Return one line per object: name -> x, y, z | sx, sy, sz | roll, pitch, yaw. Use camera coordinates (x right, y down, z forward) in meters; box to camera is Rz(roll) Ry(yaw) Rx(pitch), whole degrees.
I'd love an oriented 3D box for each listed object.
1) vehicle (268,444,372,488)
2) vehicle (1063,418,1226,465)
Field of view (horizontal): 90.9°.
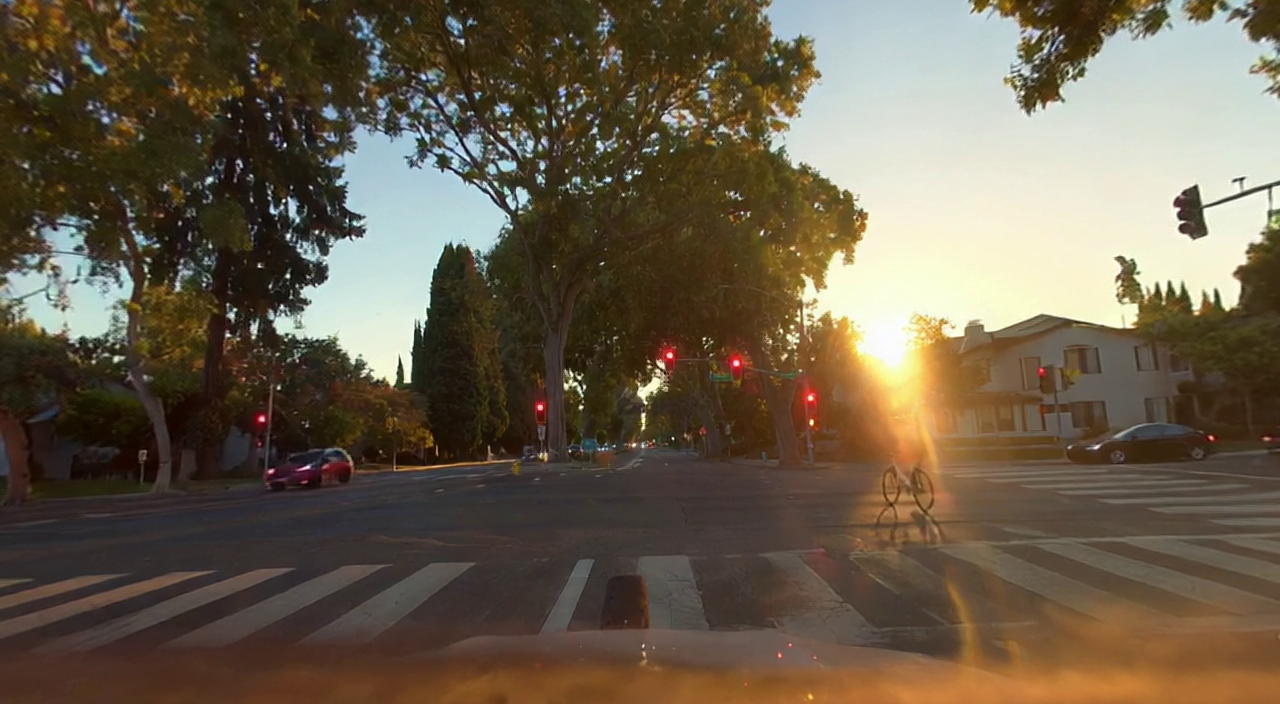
vehicle -> -14.089, 5.017, 28.108 | 2.148, 1.753, 4.558 | 0, -9, 1
vehicle -> 17.306, 3.100, 21.773 | 3.969, 1.493, 1.823 | 0, -9, 1
